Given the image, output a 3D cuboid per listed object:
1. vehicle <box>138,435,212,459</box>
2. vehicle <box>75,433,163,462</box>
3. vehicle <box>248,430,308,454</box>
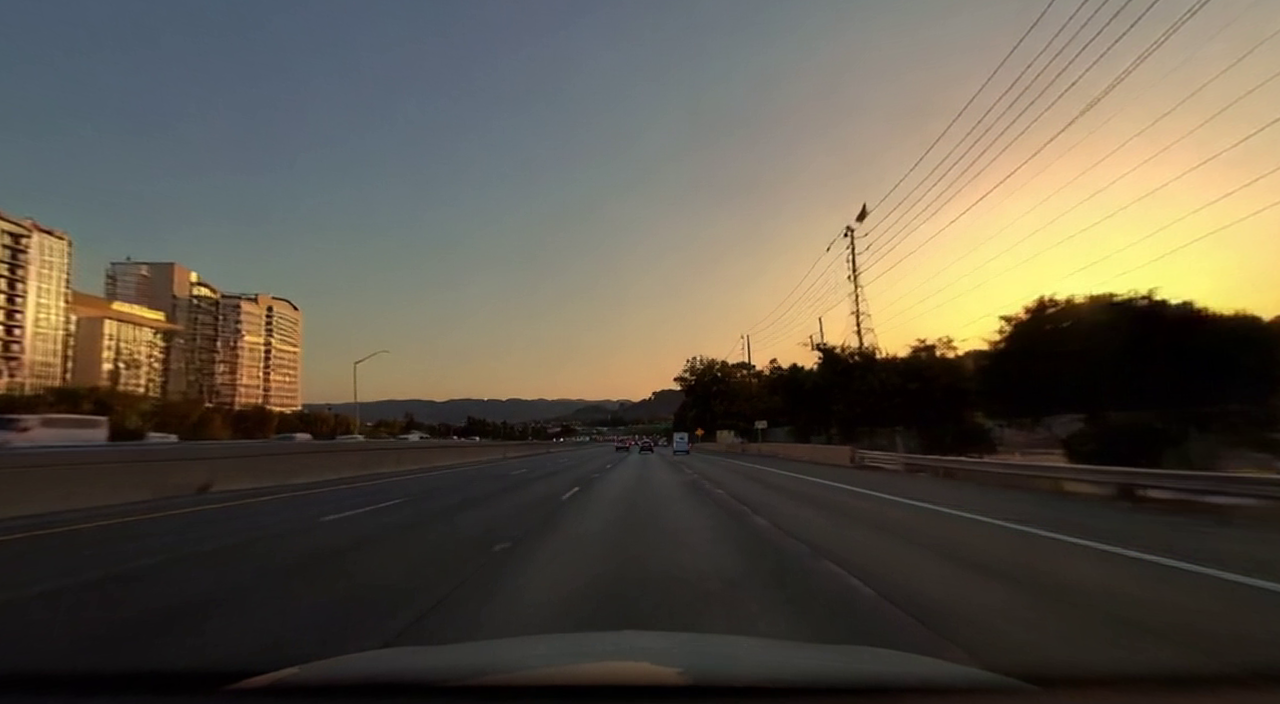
[{"bbox_3d":[-30.204,6.161,41.125,1.697,1.450,4.091,0,-8,0],"label":"vehicle"},{"bbox_3d":[-34.027,6.216,41.337,2.020,1.774,4.385,0,-8,-1],"label":"vehicle"},{"bbox_3d":[-26.213,6.524,45.813,1.900,1.640,4.230,0,-8,-1],"label":"vehicle"}]
